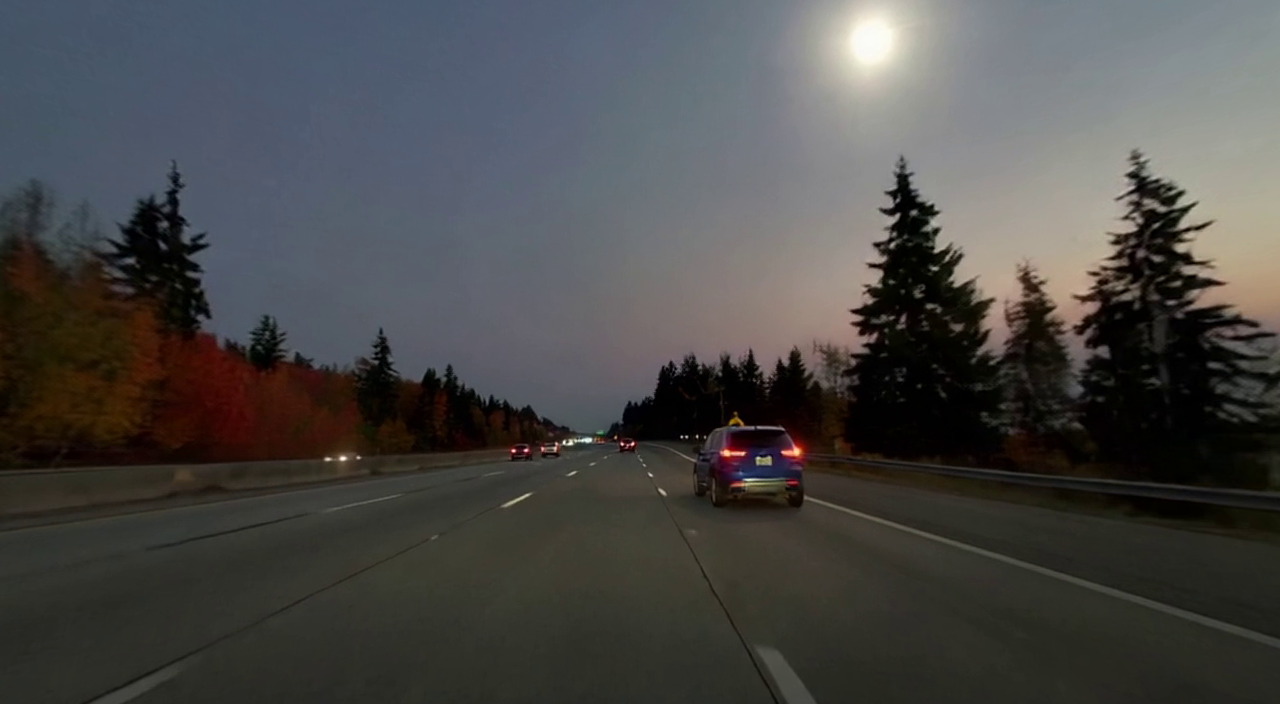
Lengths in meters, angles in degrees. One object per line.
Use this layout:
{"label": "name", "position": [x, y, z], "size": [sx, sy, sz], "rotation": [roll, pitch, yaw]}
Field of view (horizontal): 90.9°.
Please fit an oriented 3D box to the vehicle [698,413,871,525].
{"label": "vehicle", "position": [2.406, 2.099, 11.814], "size": [2.120, 1.706, 4.226], "rotation": [0, -8, -2]}
